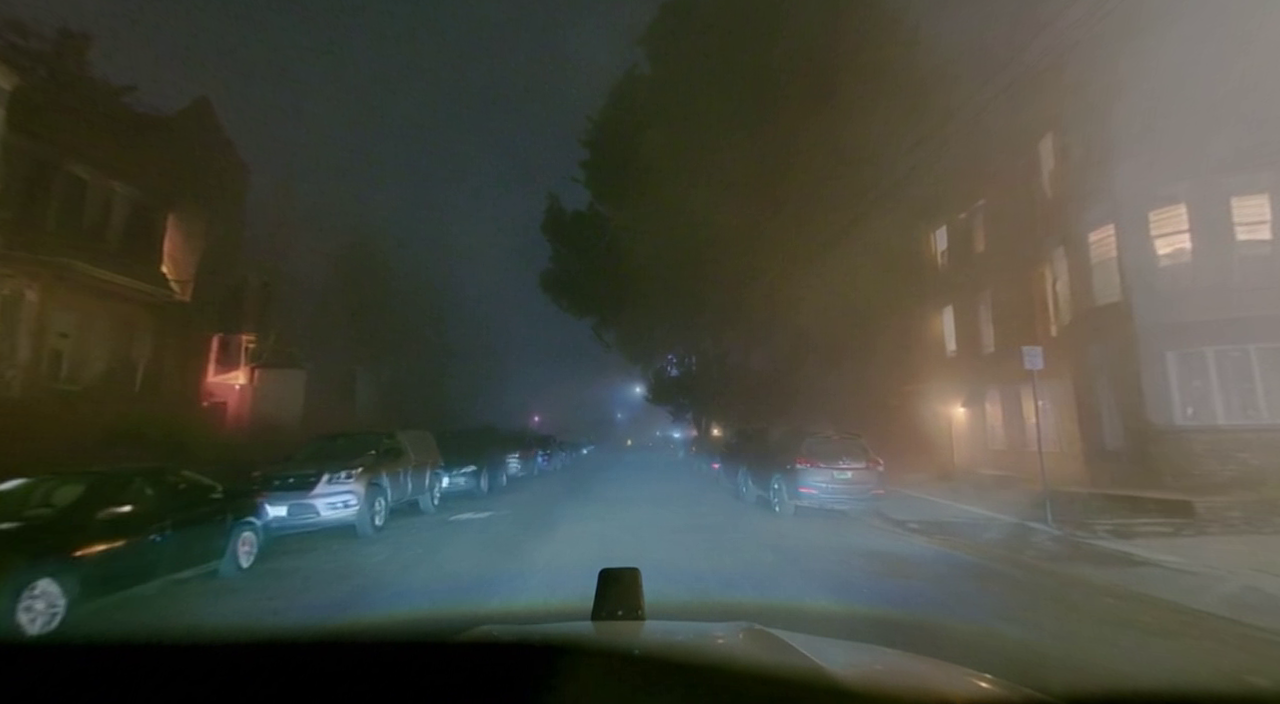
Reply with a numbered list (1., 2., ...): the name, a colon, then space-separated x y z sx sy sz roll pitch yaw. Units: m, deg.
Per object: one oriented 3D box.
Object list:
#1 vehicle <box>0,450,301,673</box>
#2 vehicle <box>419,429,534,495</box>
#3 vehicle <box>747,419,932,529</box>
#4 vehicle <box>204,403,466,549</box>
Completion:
1. vehicle: -5.269 1.650 5.756 1.858 1.456 4.587 0 -8 -1
2. vehicle: -5.279 3.655 21.430 2.683 1.923 5.421 0 -8 -3
3. vehicle: 3.522 2.257 12.284 1.994 1.710 4.699 0 -8 -1
4. vehicle: -5.229 2.217 12.051 2.390 2.123 5.371 0 -8 -1
